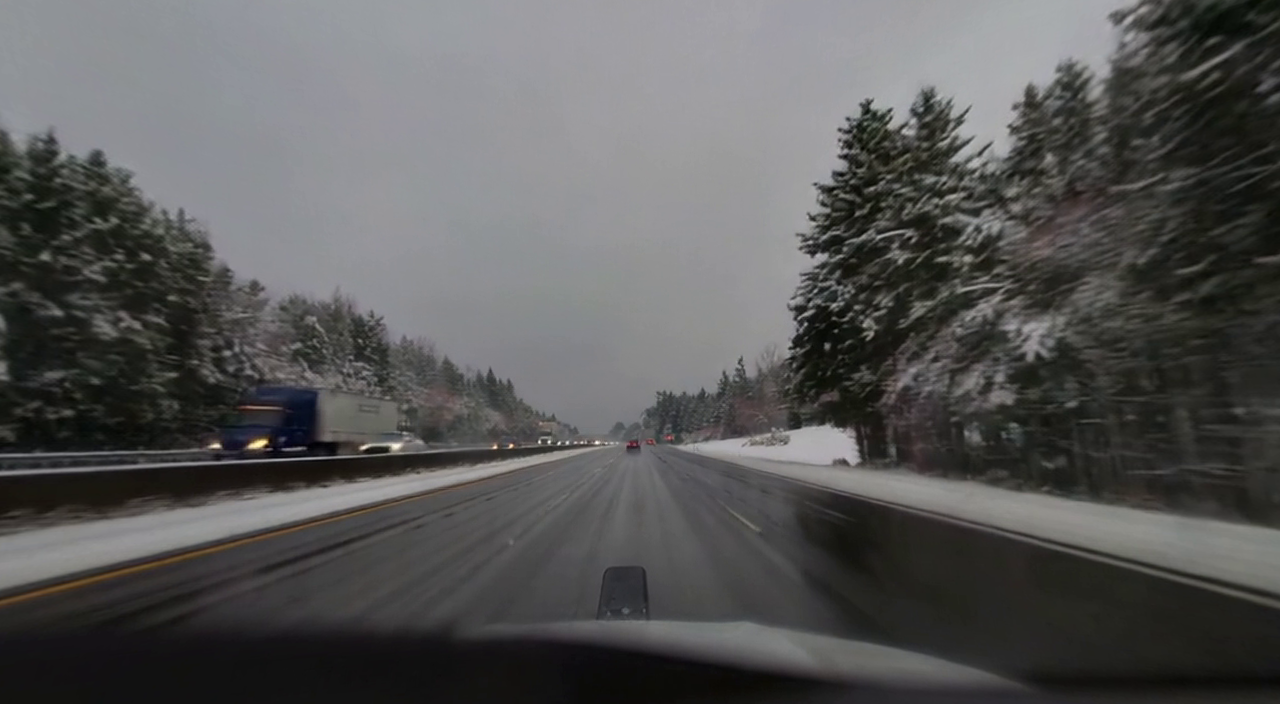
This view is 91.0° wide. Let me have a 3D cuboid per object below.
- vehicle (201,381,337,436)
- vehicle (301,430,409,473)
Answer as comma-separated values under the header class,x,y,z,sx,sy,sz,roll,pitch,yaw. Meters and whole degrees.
class,x,y,z,sx,sy,sz,roll,pitch,yaw
vehicle,-14.985,2.440,25.909,2.091,1.991,5.483,0,-8,2
vehicle,-11.265,3.972,25.319,2.034,1.525,4.766,0,-8,1
